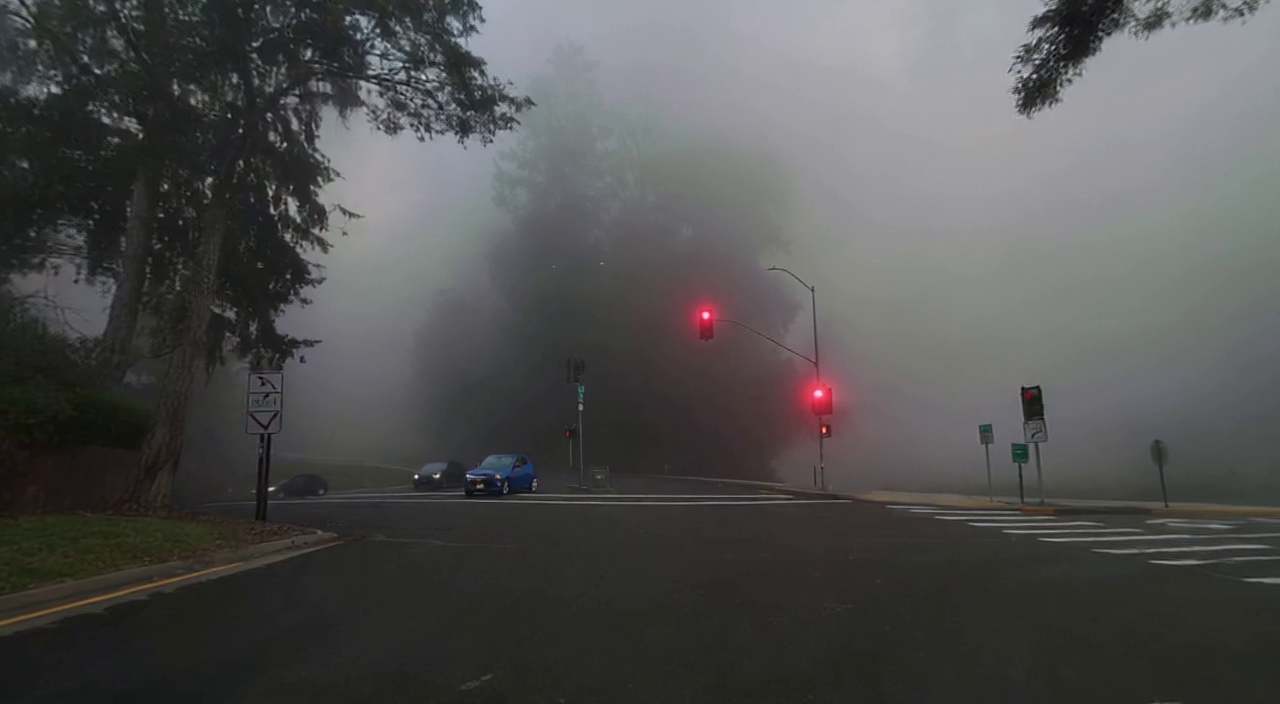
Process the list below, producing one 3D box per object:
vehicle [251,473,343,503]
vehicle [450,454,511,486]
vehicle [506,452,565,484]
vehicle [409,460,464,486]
[{"bbox_3d":[-21.110,8.323,38.933,2.029,1.500,4.491,-7,-11,38],"label":"vehicle"},{"bbox_3d":[-8.030,5.973,32.082,1.960,1.433,4.213,0,-8,1],"label":"vehicle"},{"bbox_3d":[-5.226,5.855,32.108,2.107,1.456,4.728,0,-8,1],"label":"vehicle"},{"bbox_3d":[-15.517,9.200,48.316,2.050,1.755,5.135,-1,-9,6],"label":"vehicle"}]
